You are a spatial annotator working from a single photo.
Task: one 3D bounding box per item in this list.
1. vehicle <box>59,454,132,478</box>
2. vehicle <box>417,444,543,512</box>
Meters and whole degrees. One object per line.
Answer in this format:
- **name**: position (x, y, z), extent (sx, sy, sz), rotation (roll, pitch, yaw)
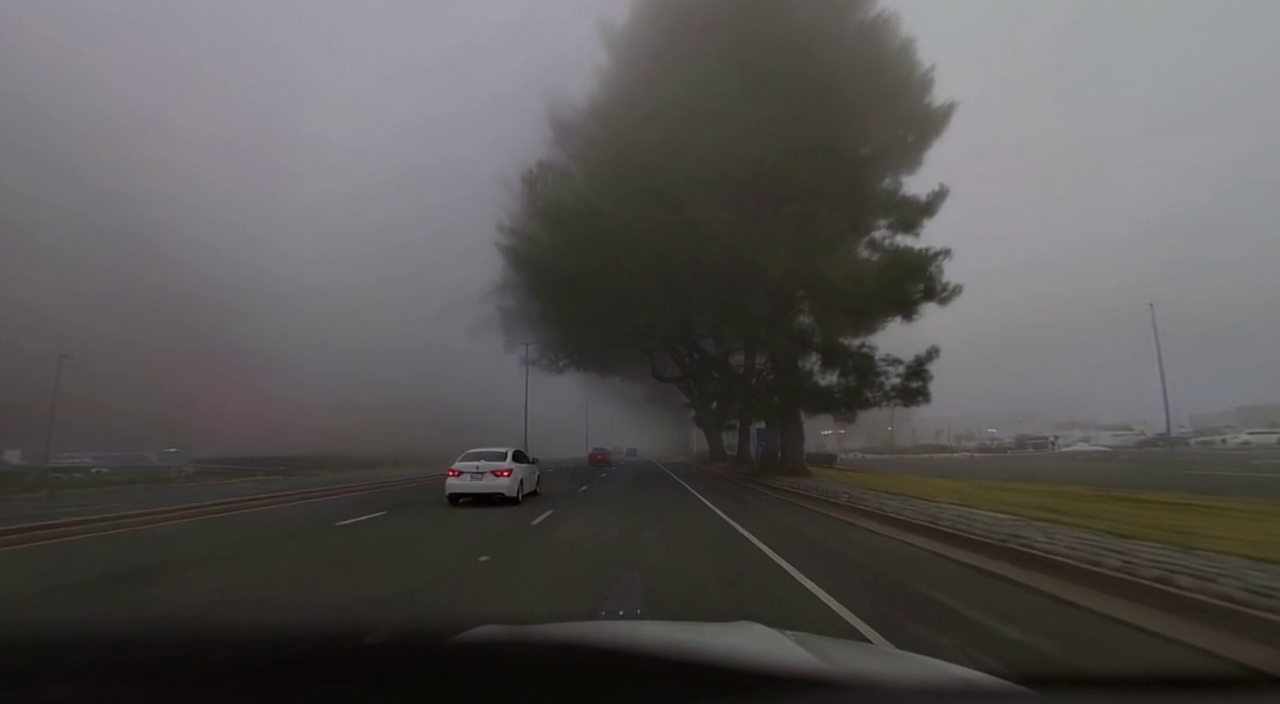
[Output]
- **vehicle**: position (-42.879, 8.970, 49.896), extent (1.882, 1.745, 4.462), rotation (1, -8, -2)
- **vehicle**: position (-3.852, 3.104, 16.099), extent (2.003, 1.454, 4.484), rotation (0, -9, 0)
